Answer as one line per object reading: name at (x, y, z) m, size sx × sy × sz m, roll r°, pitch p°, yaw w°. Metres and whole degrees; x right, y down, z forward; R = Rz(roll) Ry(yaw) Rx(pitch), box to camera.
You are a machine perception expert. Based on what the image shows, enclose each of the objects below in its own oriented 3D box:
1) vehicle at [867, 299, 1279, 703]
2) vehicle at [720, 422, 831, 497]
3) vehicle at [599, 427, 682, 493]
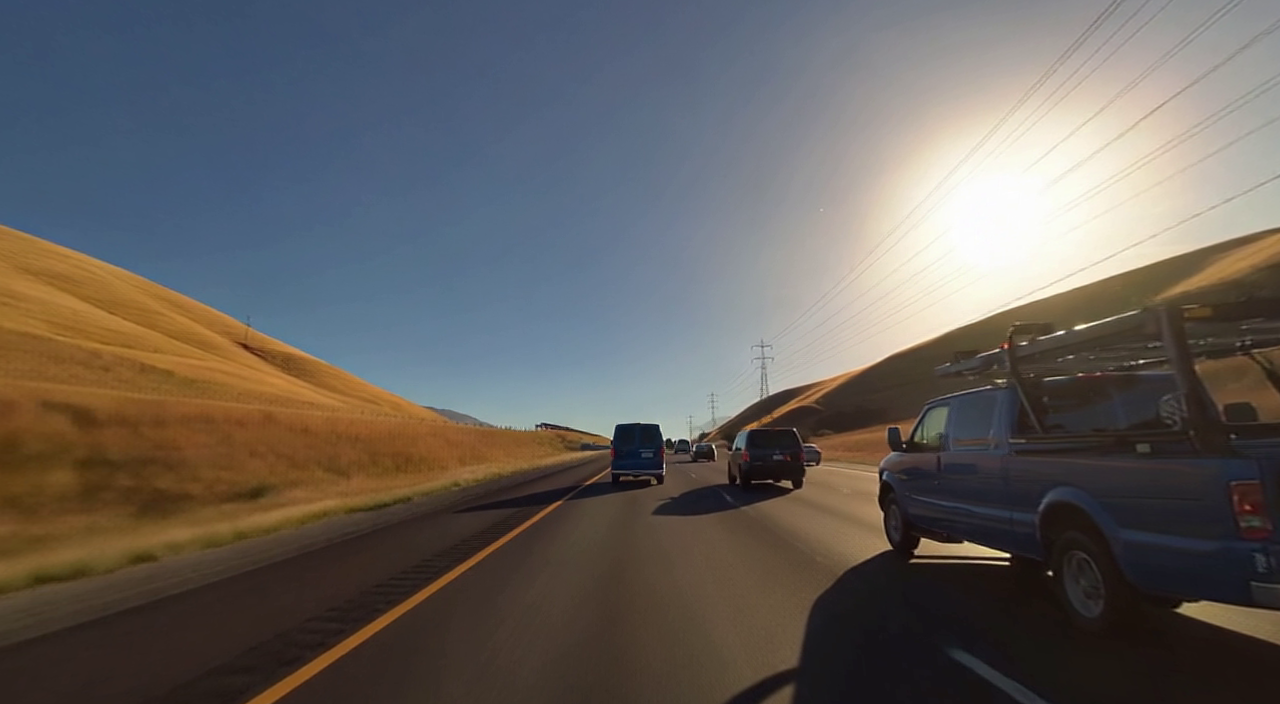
vehicle at (3.903, 0.976, 4.098) m, size 2.691 × 1.901 × 5.744 m, roll 0°, pitch -8°, yaw 0°
vehicle at (3.610, 2.972, 17.752) m, size 2.139 × 1.821 × 4.480 m, roll 0°, pitch -8°, yaw 0°
vehicle at (0.052, 3.273, 19.484) m, size 2.268 × 1.772 × 4.523 m, roll 0°, pitch -8°, yaw 1°
